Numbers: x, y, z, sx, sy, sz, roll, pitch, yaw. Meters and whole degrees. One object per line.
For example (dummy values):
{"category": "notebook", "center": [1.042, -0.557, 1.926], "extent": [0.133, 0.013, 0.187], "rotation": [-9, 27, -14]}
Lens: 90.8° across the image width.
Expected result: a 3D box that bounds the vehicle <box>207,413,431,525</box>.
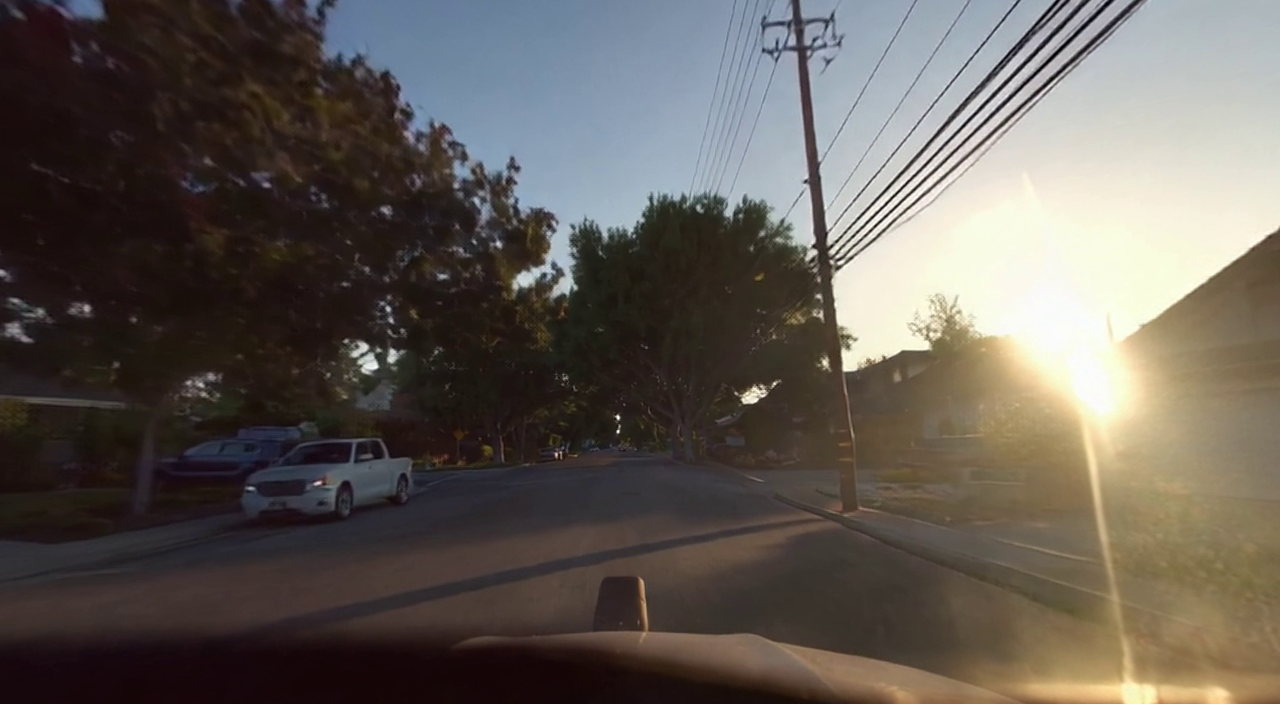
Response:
{"category": "vehicle", "center": [-7.446, 2.851, 15.788], "extent": [2.739, 2.164, 6.065], "rotation": [-1, -9, -4]}
